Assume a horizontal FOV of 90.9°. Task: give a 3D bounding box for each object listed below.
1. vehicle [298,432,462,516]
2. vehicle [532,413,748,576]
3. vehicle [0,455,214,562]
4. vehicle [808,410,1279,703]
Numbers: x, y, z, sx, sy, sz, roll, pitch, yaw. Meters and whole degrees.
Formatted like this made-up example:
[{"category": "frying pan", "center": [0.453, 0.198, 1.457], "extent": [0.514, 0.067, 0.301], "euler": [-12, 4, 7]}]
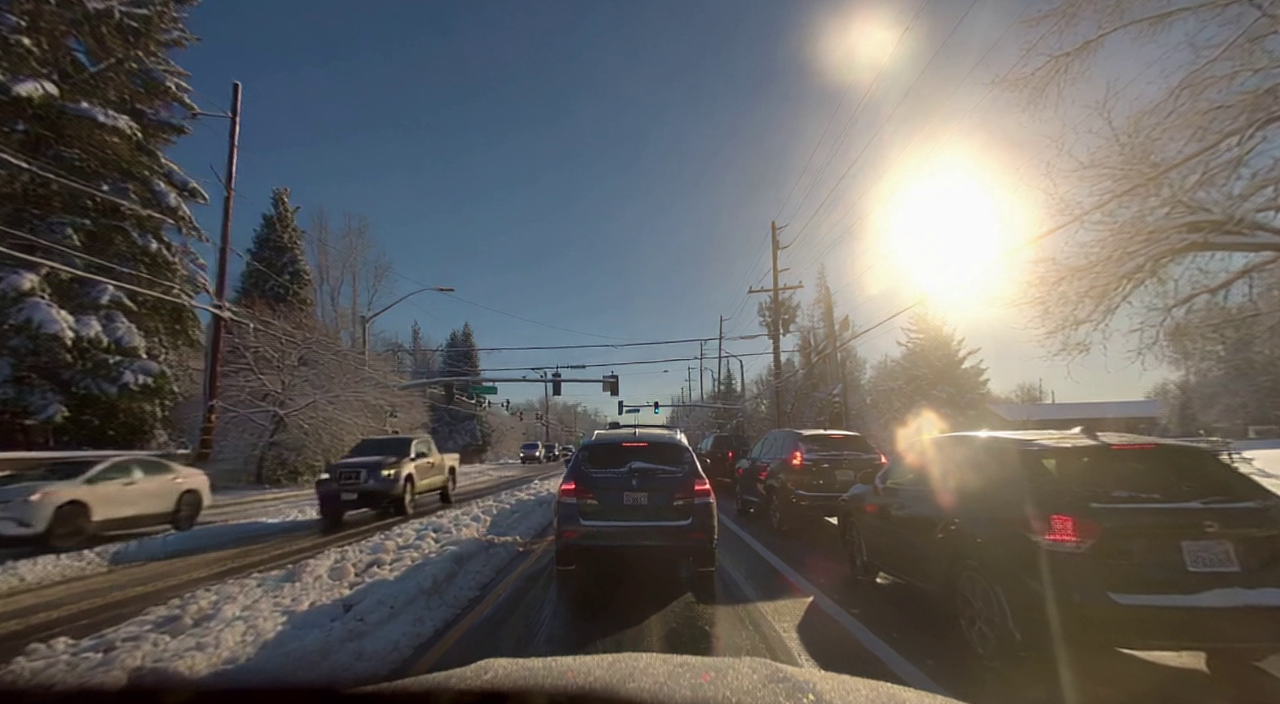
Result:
[{"category": "vehicle", "center": [-6.167, 2.929, 15.670], "extent": [2.068, 1.739, 4.572], "euler": [0, -8, 1]}, {"category": "vehicle", "center": [0.008, 1.768, 8.594], "extent": [2.200, 1.653, 4.127], "euler": [0, -8, 0]}, {"category": "vehicle", "center": [-10.066, 2.630, 11.293], "extent": [1.921, 1.471, 4.137], "euler": [0, -8, 1]}, {"category": "vehicle", "center": [2.883, 1.320, 4.949], "extent": [1.950, 1.487, 4.275], "euler": [0, -8, 0]}]
